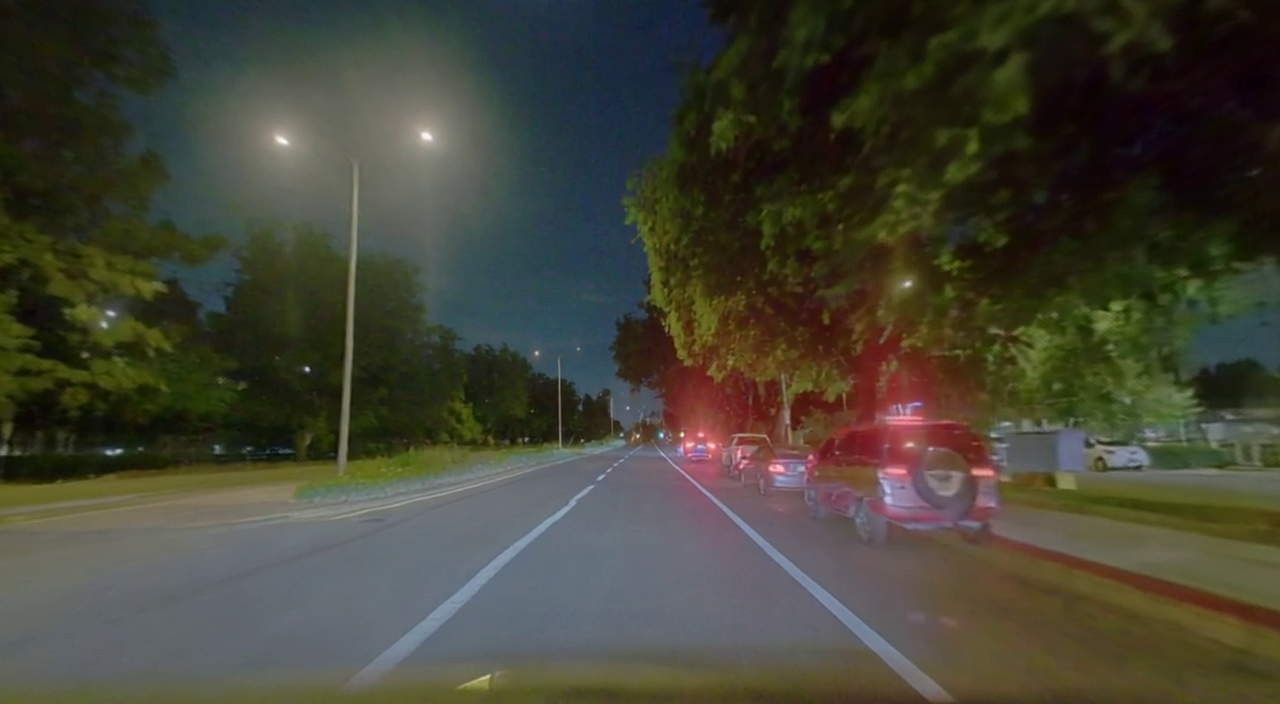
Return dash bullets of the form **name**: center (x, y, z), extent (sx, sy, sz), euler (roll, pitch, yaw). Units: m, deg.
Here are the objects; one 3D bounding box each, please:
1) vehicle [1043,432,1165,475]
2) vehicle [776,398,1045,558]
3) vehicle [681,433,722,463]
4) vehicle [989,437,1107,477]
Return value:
- **vehicle**: center (19.632, 4.302, 26.959), extent (2.008, 1.582, 4.329), euler (-3, -8, 3)
- **vehicle**: center (3.620, 1.774, 9.521), extent (2.144, 1.848, 4.159), euler (0, -8, -1)
- **vehicle**: center (4.150, 6.563, 43.264), extent (2.226, 1.889, 4.543), euler (0, -8, -1)
- **vehicle**: center (17.052, 4.400, 26.724), extent (2.036, 1.508, 4.679), euler (0, -8, 2)
